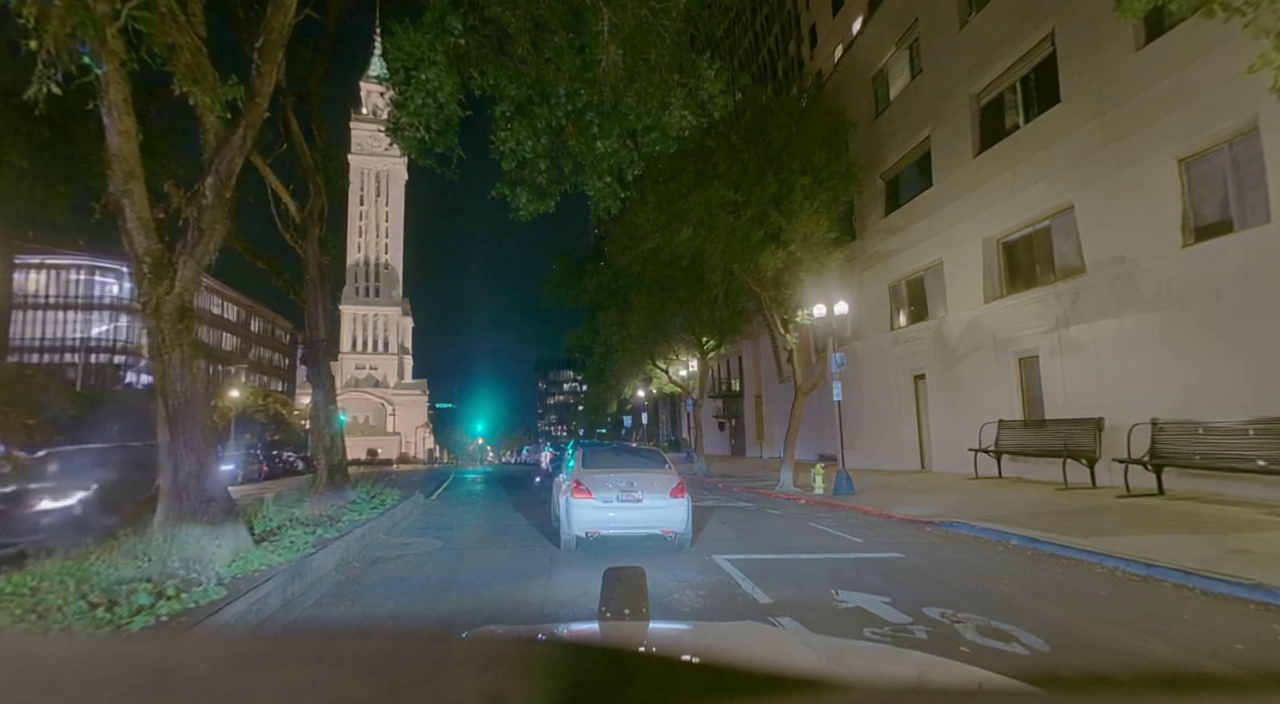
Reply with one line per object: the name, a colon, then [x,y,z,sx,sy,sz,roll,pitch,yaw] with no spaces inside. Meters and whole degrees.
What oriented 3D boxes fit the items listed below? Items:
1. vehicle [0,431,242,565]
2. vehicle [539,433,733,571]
vehicle: [-8.913,2.213,10.359,2.179,1.698,4.549,1,-8,-7]
vehicle: [-0.233,1.942,9.019,2.142,1.475,4.051,1,-8,-6]
